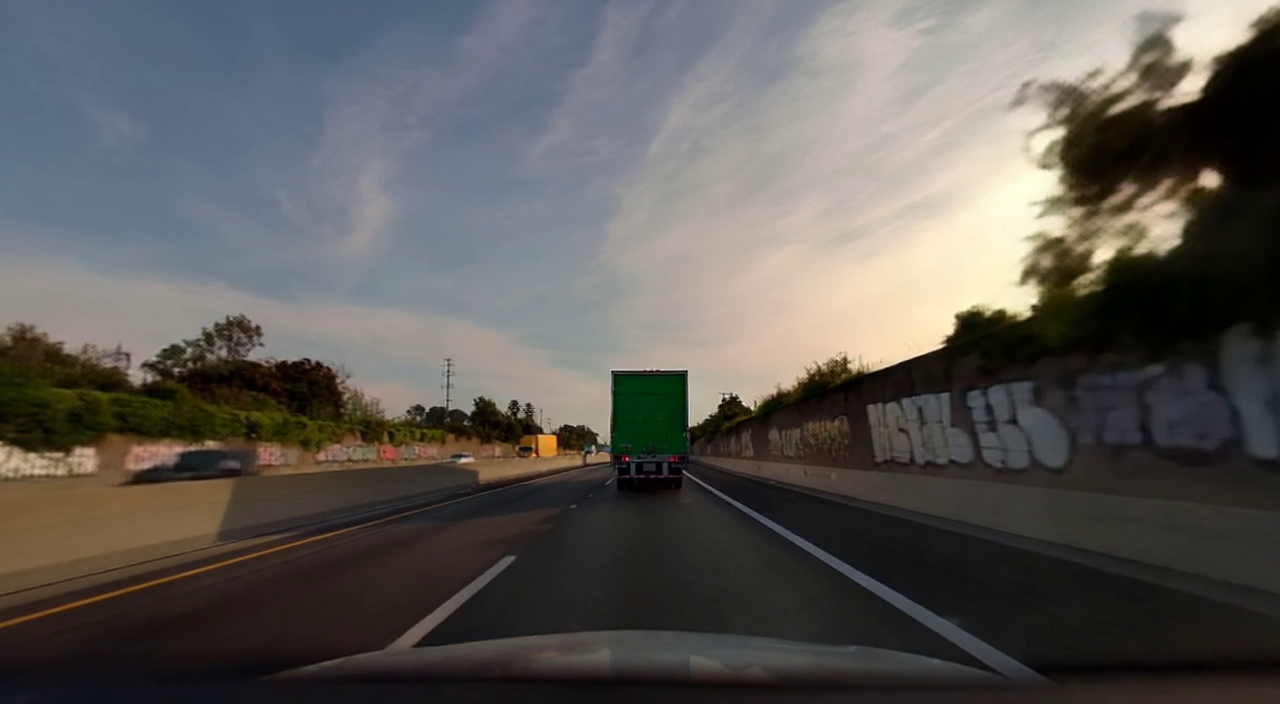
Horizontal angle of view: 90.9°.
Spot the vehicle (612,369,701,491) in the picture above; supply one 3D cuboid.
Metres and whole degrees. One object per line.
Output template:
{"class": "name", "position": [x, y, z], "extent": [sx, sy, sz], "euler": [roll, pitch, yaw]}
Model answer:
{"class": "vehicle", "position": [0.428, 3.316, 25.710], "extent": [2.900, 3.955, 10.151], "euler": [0, -9, -1]}
